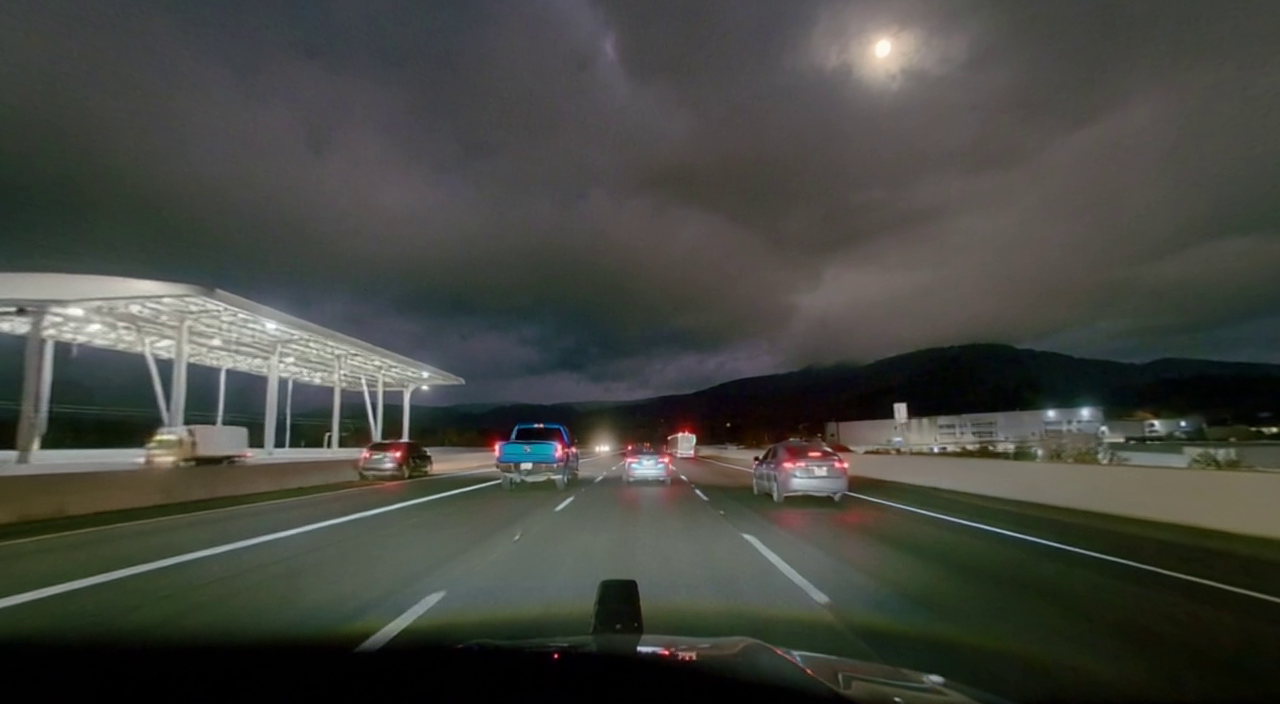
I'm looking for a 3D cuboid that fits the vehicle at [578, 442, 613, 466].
[{"bbox_3d":[-3.150,7.284,45.348,2.151,1.613,4.786,0,-8,1],"label":"vehicle"}]

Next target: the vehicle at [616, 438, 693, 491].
[{"bbox_3d":[0.397,3.510,19.957,2.171,1.493,4.081,0,-8,0],"label":"vehicle"}]

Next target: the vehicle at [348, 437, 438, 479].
[{"bbox_3d":[-10.933,4.720,28.308,2.137,1.728,4.665,0,-8,0],"label":"vehicle"}]

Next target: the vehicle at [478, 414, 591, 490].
[{"bbox_3d":[-3.381,3.450,22.020,2.733,2.230,6.820,0,-8,0],"label":"vehicle"}]

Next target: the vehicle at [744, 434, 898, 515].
[{"bbox_3d":[3.816,2.674,14.315,2.023,1.510,4.773,0,-8,-1],"label":"vehicle"}]
